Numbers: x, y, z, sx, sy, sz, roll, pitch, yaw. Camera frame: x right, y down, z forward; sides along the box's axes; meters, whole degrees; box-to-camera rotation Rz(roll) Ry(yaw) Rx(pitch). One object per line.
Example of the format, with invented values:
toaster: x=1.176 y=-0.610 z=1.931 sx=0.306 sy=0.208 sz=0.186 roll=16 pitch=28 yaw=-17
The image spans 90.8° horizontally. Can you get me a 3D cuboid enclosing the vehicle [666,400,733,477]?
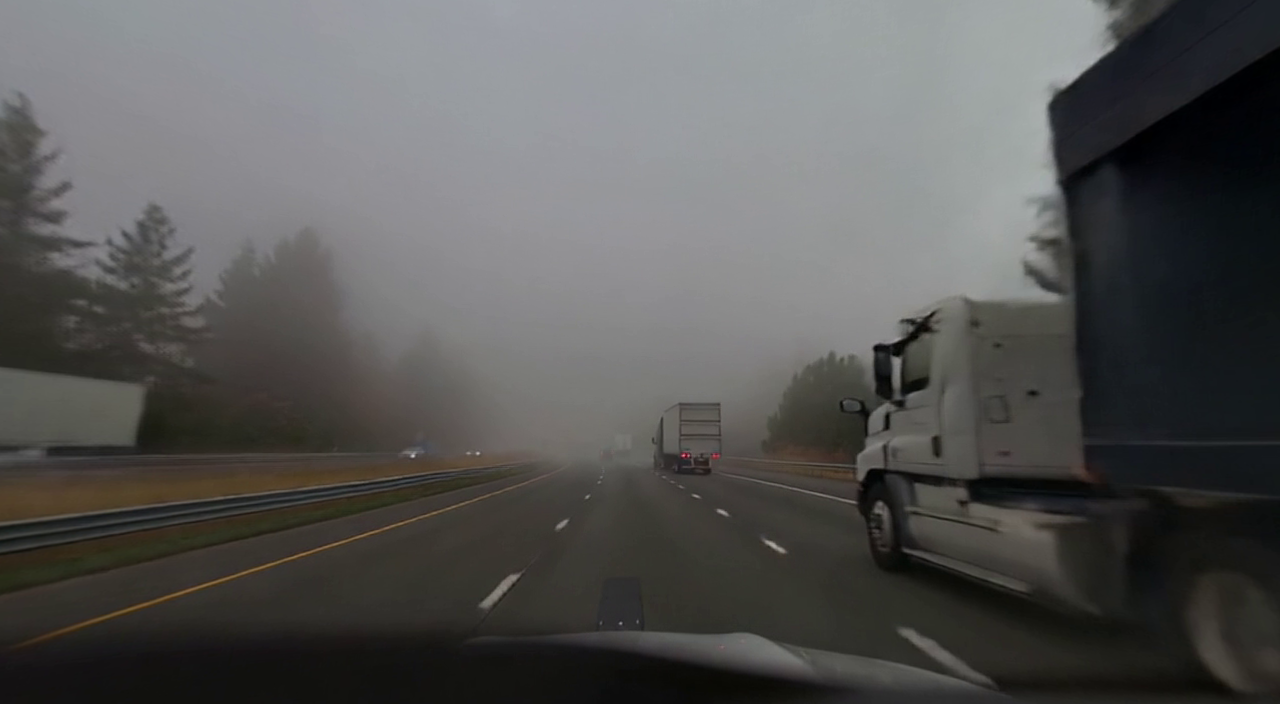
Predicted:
vehicle: x=3.325 y=5.244 z=37.857 sx=2.826 sy=4.035 sz=8.369 roll=0 pitch=-9 yaw=-3

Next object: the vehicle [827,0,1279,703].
vehicle: x=4.220 y=-0.115 z=3.262 sx=2.989 sy=3.997 sz=11.037 roll=0 pitch=-9 yaw=0

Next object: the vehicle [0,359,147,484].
vehicle: x=-21.878 y=2.058 z=19.130 sx=2.891 sy=3.939 sz=13.982 roll=0 pitch=-9 yaw=-1
